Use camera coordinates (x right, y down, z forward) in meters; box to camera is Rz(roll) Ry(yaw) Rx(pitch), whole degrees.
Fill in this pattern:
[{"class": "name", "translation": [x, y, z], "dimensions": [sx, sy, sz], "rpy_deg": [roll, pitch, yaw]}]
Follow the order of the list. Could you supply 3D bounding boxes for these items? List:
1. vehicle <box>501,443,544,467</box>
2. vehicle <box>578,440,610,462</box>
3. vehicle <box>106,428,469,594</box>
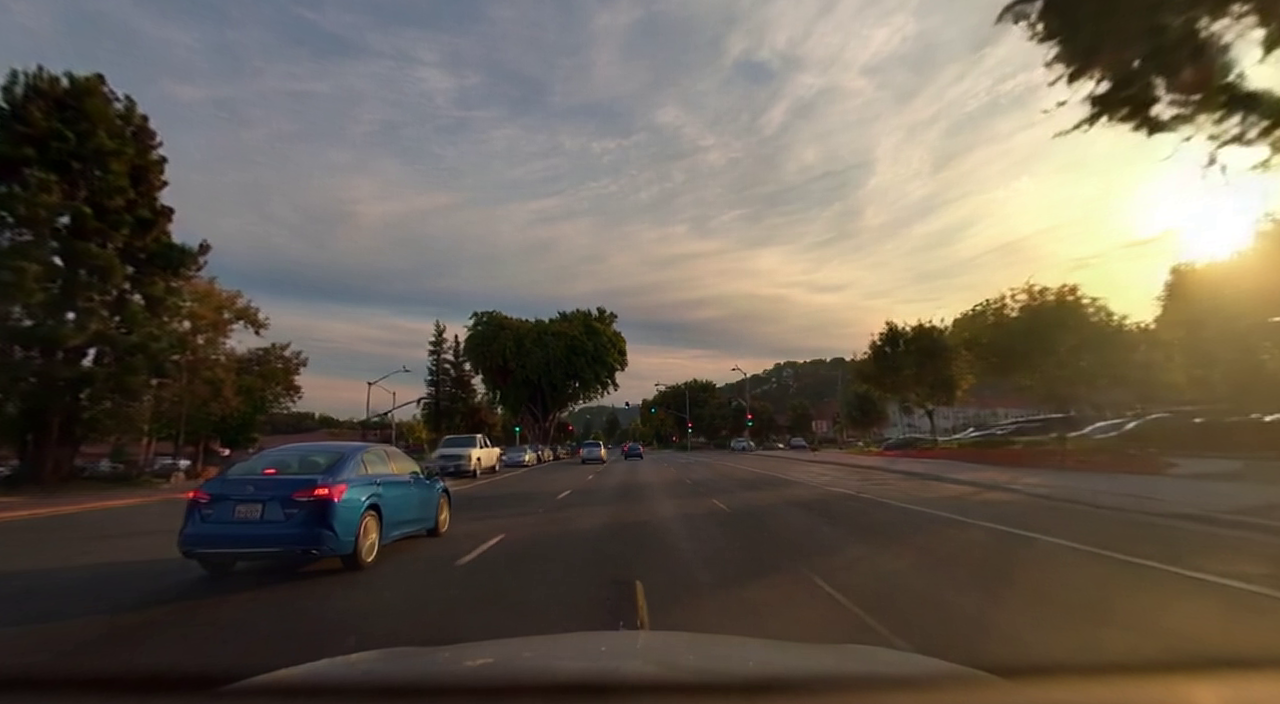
[{"class": "vehicle", "translation": [-7.656, 6.762, 41.539], "dimensions": [1.920, 1.456, 4.534], "rpy_deg": [0, -8, 0]}, {"class": "vehicle", "translation": [-3.501, 7.574, 48.585], "dimensions": [2.103, 1.592, 4.160], "rpy_deg": [0, -8, 1]}, {"class": "vehicle", "translation": [-3.656, 1.708, 7.730], "dimensions": [1.905, 1.418, 4.396], "rpy_deg": [0, -8, 0]}]
